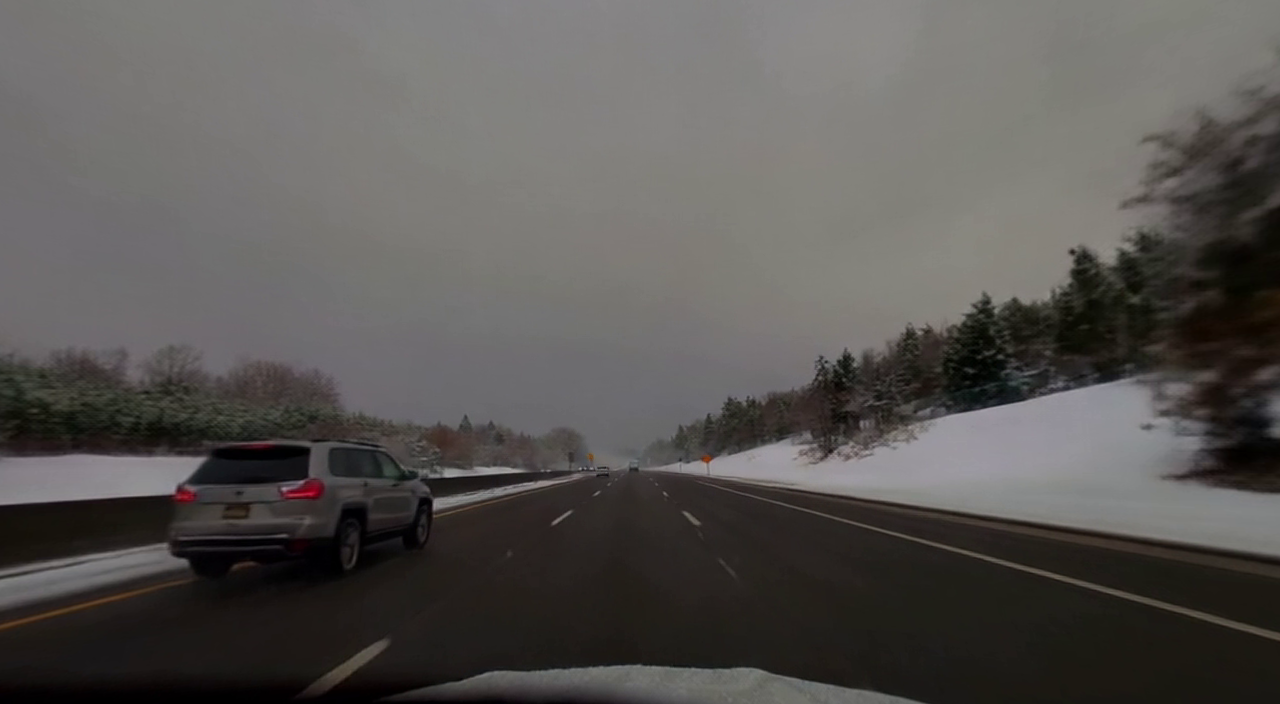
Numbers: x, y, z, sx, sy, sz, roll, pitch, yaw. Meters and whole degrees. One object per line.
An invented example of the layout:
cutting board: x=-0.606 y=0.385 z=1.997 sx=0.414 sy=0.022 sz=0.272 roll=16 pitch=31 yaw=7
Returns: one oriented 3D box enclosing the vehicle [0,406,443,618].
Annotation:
vehicle: x=-4.308 y=1.783 z=7.781 sx=2.178 sy=1.736 sz=4.847 roll=1 pitch=-10 yaw=0
